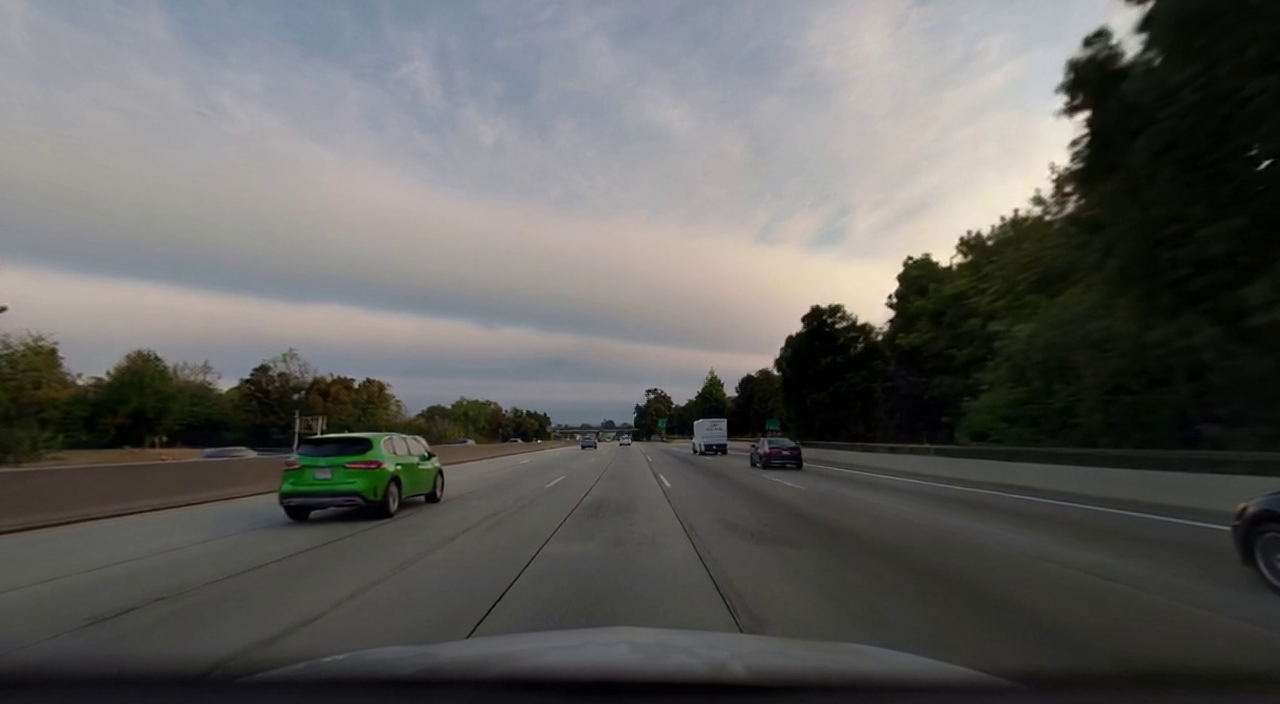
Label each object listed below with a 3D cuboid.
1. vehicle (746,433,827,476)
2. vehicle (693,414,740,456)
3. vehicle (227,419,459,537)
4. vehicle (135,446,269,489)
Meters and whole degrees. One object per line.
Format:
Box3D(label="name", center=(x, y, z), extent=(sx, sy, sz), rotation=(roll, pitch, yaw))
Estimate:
Box3D(label="vehicle", center=(5.237, 3.691, 23.062), extent=(1.920, 1.436, 3.890), rotation=(0, -8, -2))
Box3D(label="vehicle", center=(5.480, 6.062, 45.989), extent=(2.588, 2.910, 5.511), rotation=(0, -8, -2))
Box3D(label="vehicle", center=(-4.536, 1.954, 10.420), extent=(1.966, 1.570, 3.859), rotation=(0, -8, -1))
Box3D(label="vehicle", center=(-16.879, 4.447, 24.637), extent=(1.970, 1.434, 4.624), rotation=(0, -8, -1))
